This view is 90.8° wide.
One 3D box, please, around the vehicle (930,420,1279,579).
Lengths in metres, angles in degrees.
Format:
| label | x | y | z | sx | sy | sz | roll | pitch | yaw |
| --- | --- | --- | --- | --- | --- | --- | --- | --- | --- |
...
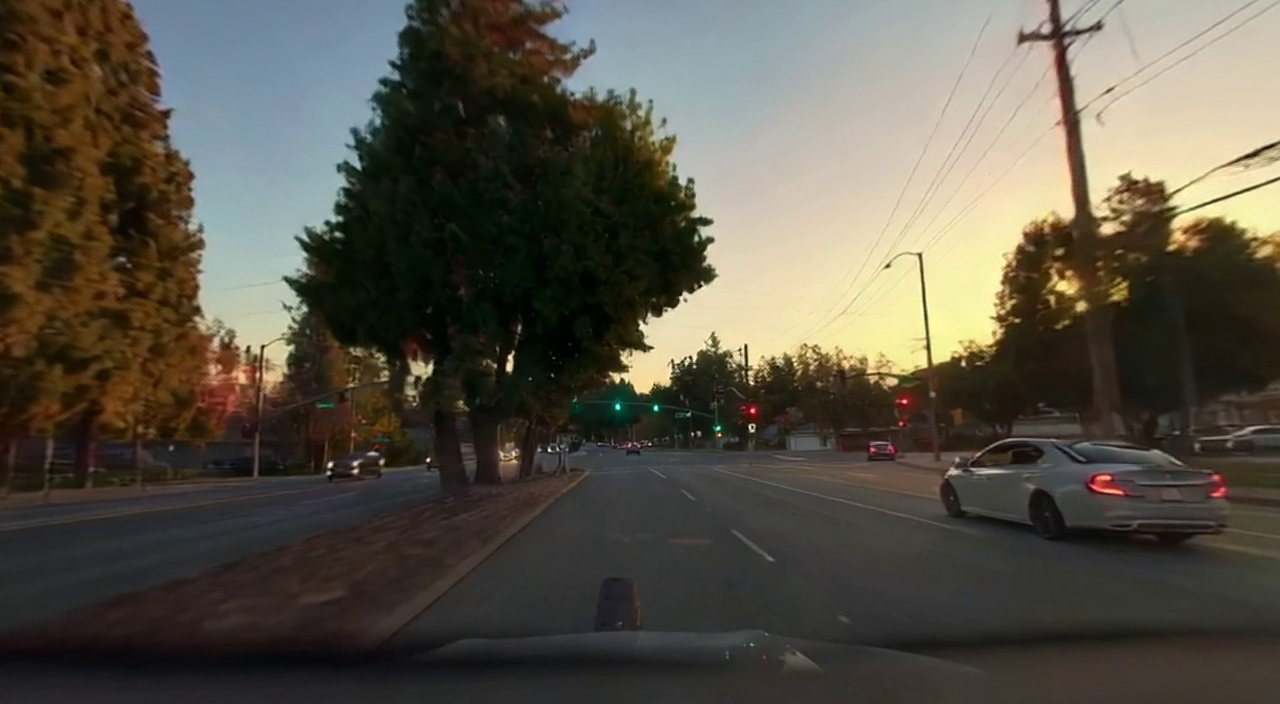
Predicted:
| label | x | y | z | sx | sy | sz | roll | pitch | yaw |
| --- | --- | --- | --- | --- | --- | --- | --- | --- | --- |
| vehicle | 6.141 | 1.782 | 8.541 | 2.113 | 1.520 | 4.650 | 0 | -8 | -2 |

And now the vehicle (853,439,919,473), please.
| label | x | y | z | sx | sy | sz | roll | pitch | yaw |
| --- | --- | --- | --- | --- | --- | --- | --- | --- | --- |
| vehicle | 12.384 | 5.241 | 32.078 | 1.979 | 1.581 | 4.271 | -1 | -9 | 6 |

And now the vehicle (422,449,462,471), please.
| label | x | y | z | sx | sy | sz | roll | pitch | yaw |
| --- | --- | --- | --- | --- | --- | --- | --- | --- | --- |
| vehicle | -15.381 | 8.396 | 49.318 | 1.880 | 1.545 | 3.962 | 0 | -8 | -1 |

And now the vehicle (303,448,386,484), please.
| label | x | y | z | sx | sy | sz | roll | pitch | yaw |
| --- | --- | --- | --- | --- | --- | --- | --- | --- | --- |
| vehicle | -14.556 | 5.631 | 31.449 | 2.040 | 1.614 | 4.564 | 0 | -8 | -2 |
